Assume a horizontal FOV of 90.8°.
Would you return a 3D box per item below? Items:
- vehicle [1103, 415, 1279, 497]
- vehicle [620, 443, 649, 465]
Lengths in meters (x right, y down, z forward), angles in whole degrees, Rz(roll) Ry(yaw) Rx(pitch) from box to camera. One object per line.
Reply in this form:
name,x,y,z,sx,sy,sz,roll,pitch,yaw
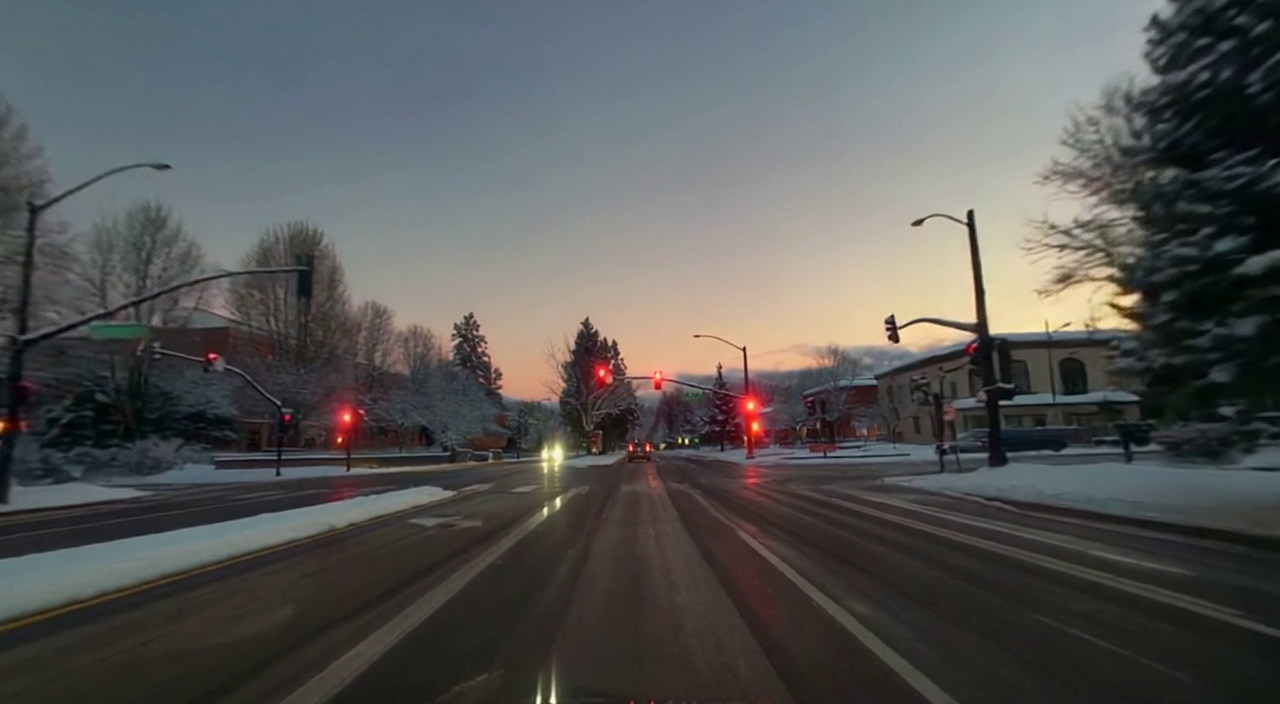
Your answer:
vehicle,13.491,2.320,14.251,4.347,1.682,2.098,-3,-9,18
vehicle,-0.439,7.376,46.008,2.045,1.510,3.690,0,-8,-1
